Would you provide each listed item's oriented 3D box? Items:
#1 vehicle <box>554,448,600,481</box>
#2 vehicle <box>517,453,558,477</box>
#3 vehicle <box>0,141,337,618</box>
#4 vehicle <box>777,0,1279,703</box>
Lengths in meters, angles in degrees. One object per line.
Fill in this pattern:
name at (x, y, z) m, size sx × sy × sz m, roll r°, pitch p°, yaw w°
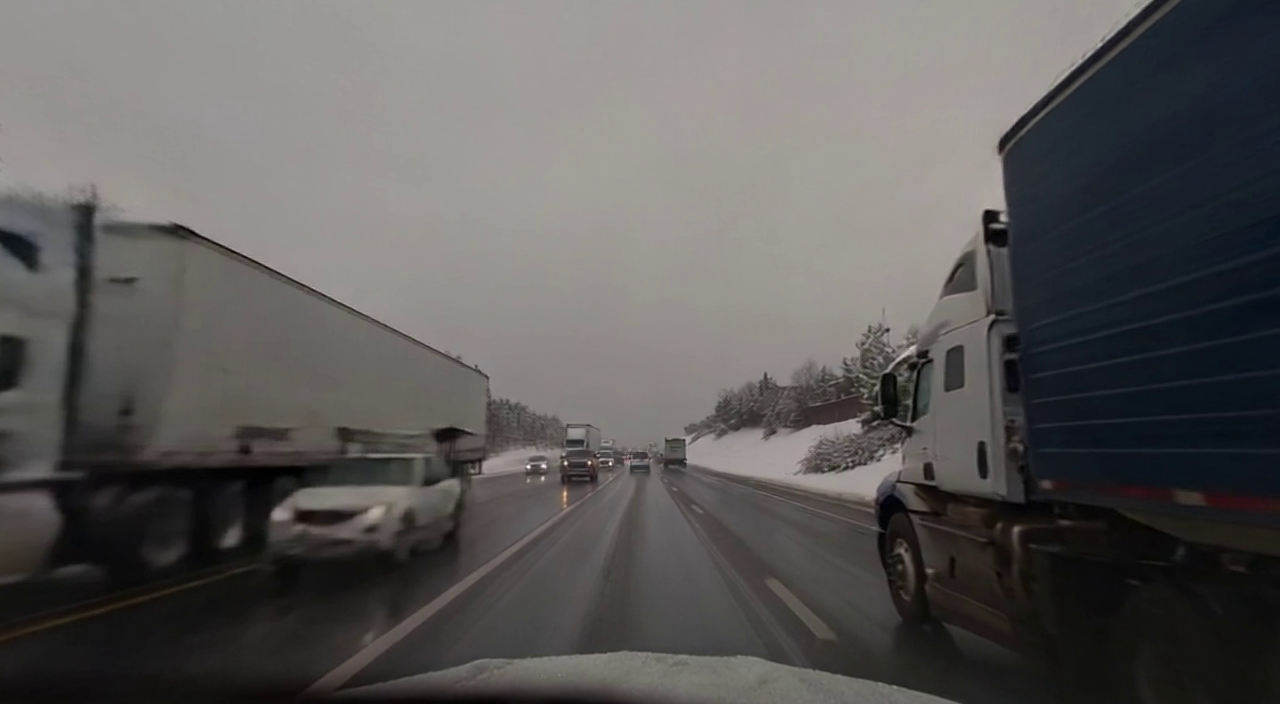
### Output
vehicle at (-3.367, 6.088, 34.313) m, size 2.008 × 1.671 × 4.126 m, roll 0°, pitch -9°, yaw 1°
vehicle at (-6.806, 7.547, 42.348) m, size 1.911 × 1.422 × 4.515 m, roll 0°, pitch -9°, yaw 1°
vehicle at (-6.809, 0.626, 7.949) m, size 2.910 × 3.989 × 5.837 m, roll 0°, pitch -9°, yaw 0°
vehicle at (3.211, -0.432, 1.182) m, size 2.845 × 4.071 × 14.008 m, roll 0°, pitch -9°, yaw 0°
